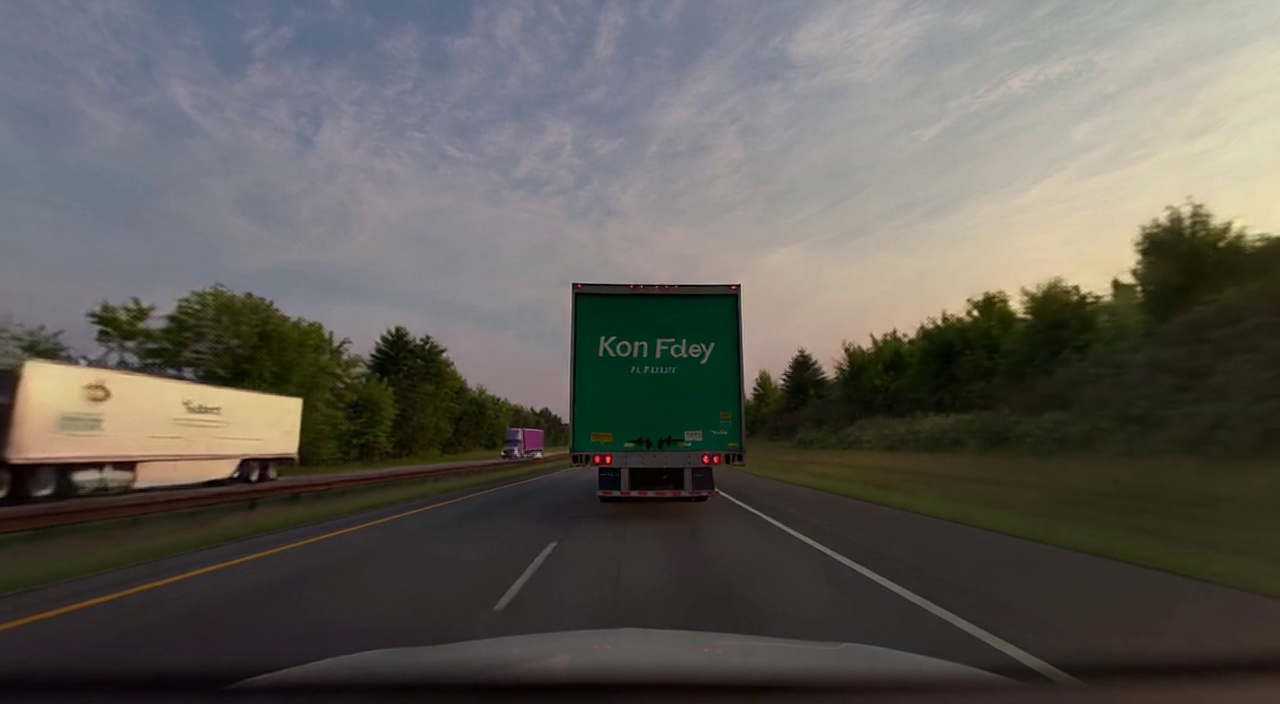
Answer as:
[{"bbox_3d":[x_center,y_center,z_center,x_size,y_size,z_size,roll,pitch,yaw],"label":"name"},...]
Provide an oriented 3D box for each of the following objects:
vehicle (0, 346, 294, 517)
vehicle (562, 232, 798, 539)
[{"bbox_3d":[-16.581,2.781,20.657,2.836,4.015,13.173,0,-9,1],"label":"vehicle"},{"bbox_3d":[0.512,1.521,16.064,3.230,4.377,14.405,0,-9,0],"label":"vehicle"}]
